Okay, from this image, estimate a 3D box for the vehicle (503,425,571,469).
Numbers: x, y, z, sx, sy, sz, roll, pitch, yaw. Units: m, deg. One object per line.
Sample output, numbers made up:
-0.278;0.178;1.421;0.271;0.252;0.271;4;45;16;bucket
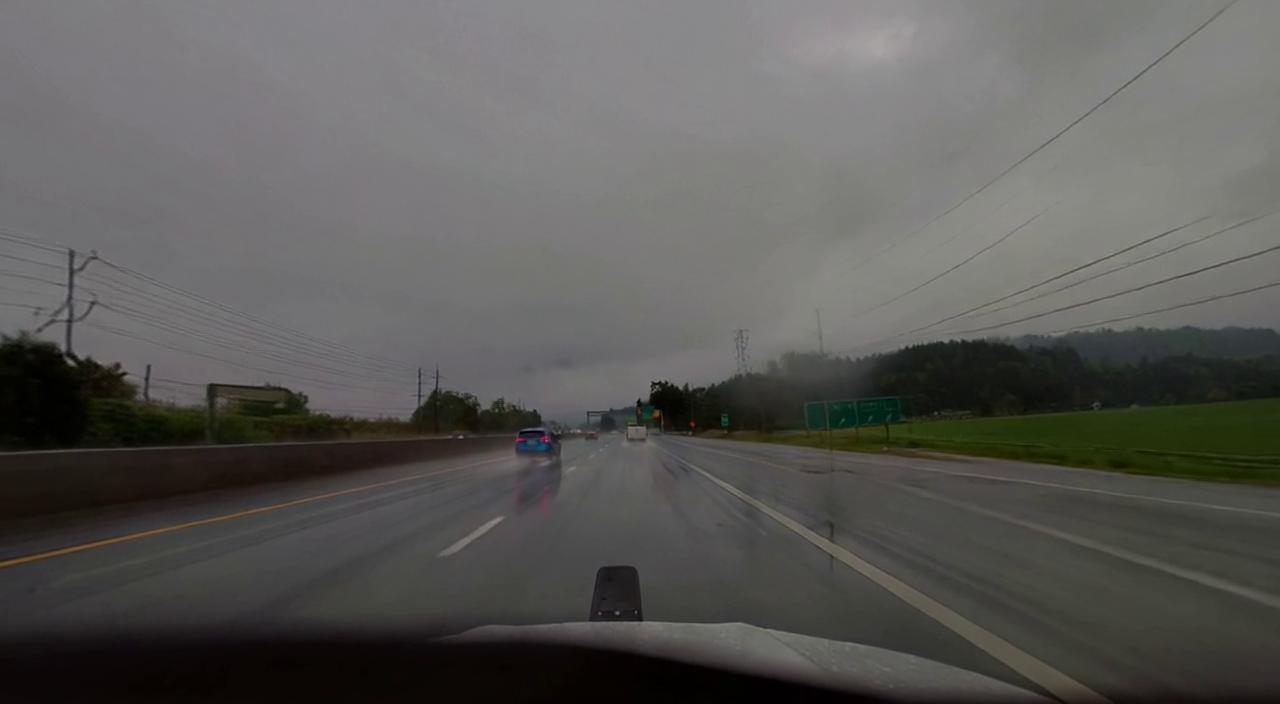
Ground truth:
-3.964;3.729;24.966;2.023;1.580;4.259;0;-8;-1;vehicle
